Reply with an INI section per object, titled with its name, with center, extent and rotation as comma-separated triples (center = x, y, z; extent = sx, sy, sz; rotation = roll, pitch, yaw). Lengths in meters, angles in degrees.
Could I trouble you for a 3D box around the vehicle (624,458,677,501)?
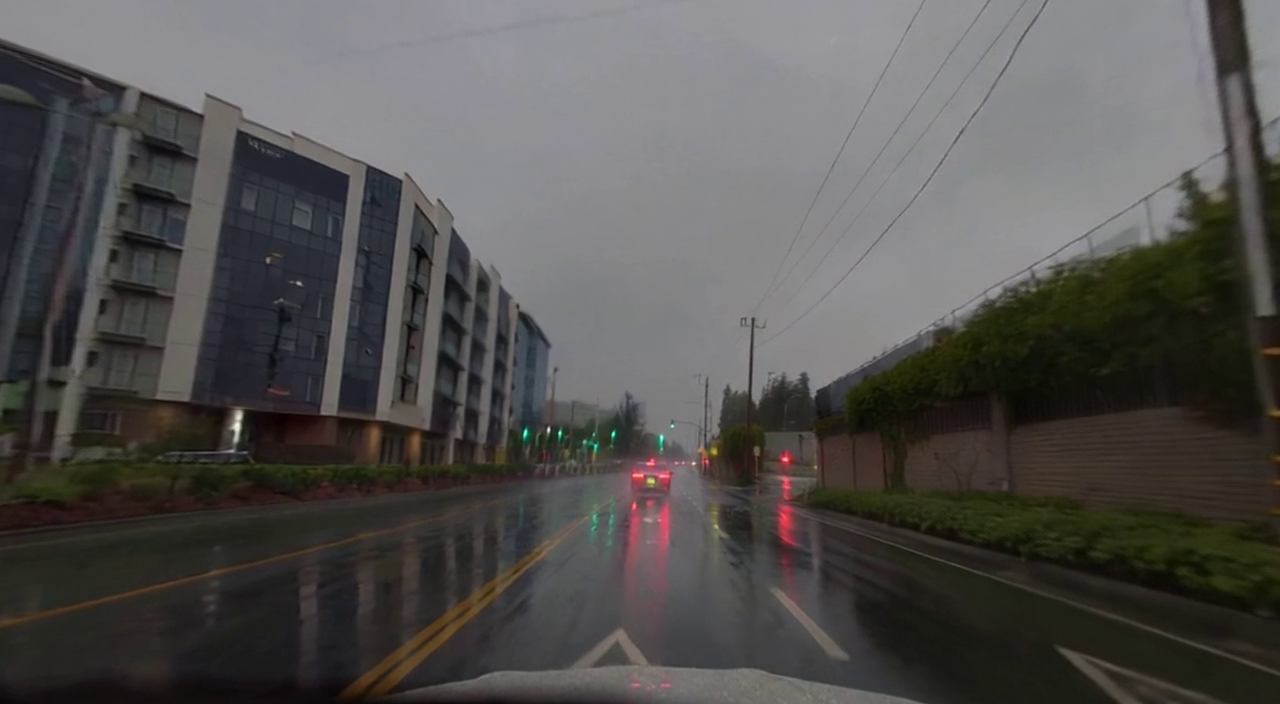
[vehicle]
center = 0.490, 5.404, 26.781
extent = 2.067, 1.629, 3.858
rotation = 0, -11, 2
